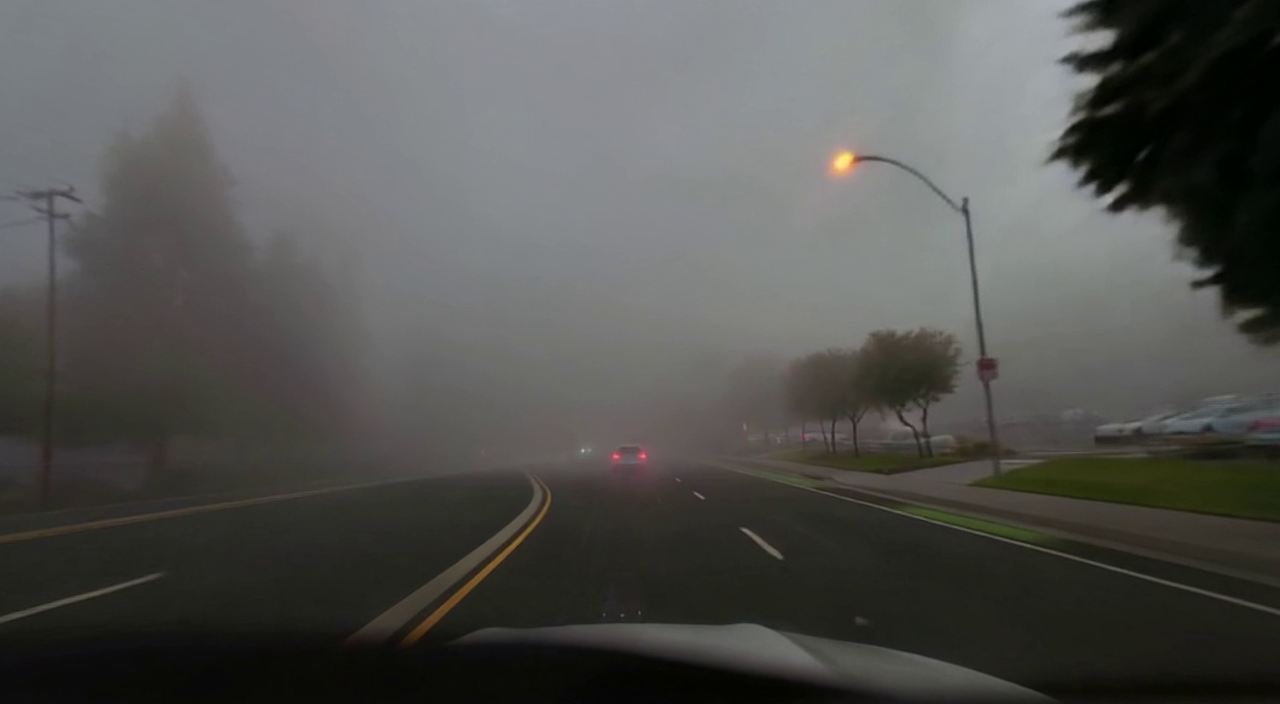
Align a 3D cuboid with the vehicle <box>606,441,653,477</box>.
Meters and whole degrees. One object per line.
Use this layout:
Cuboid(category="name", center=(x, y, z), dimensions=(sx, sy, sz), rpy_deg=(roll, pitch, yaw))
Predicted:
Cuboid(category="vehicle", center=(-0.510, 5.256, 31.284), dimensions=(2.181, 1.639, 4.127), rpy_deg=(0, -9, -1))
